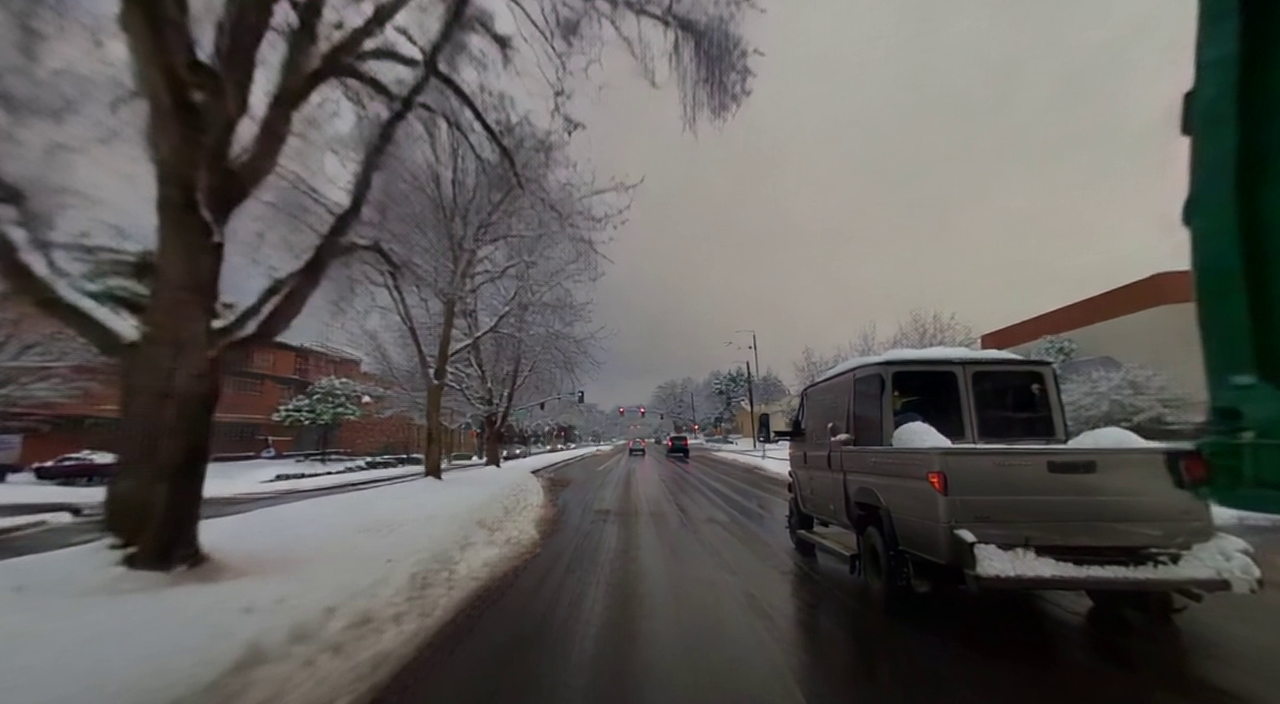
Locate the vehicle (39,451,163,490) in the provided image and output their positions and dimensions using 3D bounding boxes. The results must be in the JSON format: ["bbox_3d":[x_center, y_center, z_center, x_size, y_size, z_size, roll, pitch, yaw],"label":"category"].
[{"bbox_3d":[-28.155,6.239,33.257,1.978,1.781,4.917,-3,-11,3],"label":"vehicle"}]

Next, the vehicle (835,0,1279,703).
[{"bbox_3d":[3.849,-0.028,2.371,2.731,3.407,10.262,0,-9,-1],"label":"vehicle"}]
